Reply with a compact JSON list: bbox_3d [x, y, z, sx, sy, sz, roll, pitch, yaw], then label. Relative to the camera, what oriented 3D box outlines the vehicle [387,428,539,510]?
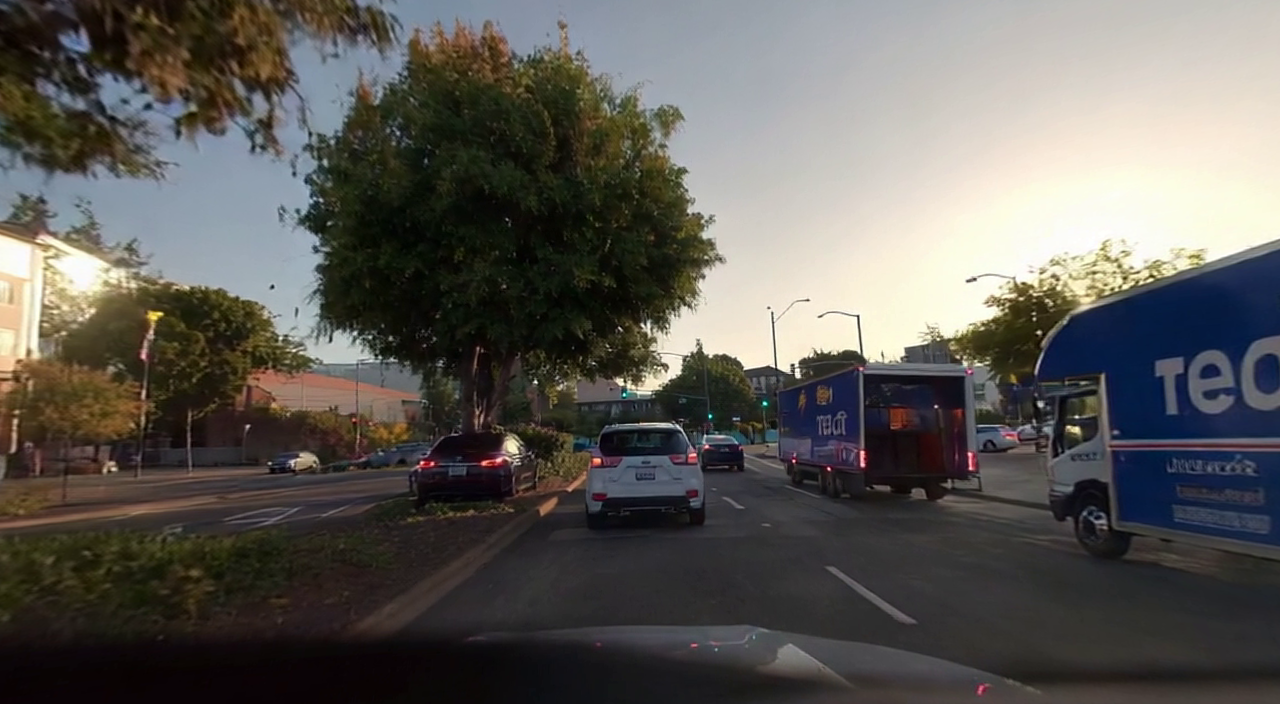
[{"bbox_3d":[-3.634,2.488,13.908,2.008,1.500,4.369,0,-8,1],"label":"vehicle"}]

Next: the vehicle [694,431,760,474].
[{"bbox_3d":[3.340,3.968,25.142,2.075,1.540,4.411,-1,-8,1],"label":"vehicle"}]

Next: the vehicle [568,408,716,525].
[{"bbox_3d":[0.050,2.000,11.474,2.209,1.718,4.008,0,-8,1],"label":"vehicle"}]

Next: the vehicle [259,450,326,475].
[{"bbox_3d":[-22.789,7.225,41.575,1.824,1.470,4.486,-1,-8,1],"label":"vehicle"}]

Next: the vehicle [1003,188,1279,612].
[{"bbox_3d":[6.577,0.344,4.798,2.891,3.361,7.843,0,-8,0],"label":"vehicle"}]

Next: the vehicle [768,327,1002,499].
[{"bbox_3d":[6.618,2.113,19.575,2.816,3.804,10.315,-3,-8,-1],"label":"vehicle"}]
